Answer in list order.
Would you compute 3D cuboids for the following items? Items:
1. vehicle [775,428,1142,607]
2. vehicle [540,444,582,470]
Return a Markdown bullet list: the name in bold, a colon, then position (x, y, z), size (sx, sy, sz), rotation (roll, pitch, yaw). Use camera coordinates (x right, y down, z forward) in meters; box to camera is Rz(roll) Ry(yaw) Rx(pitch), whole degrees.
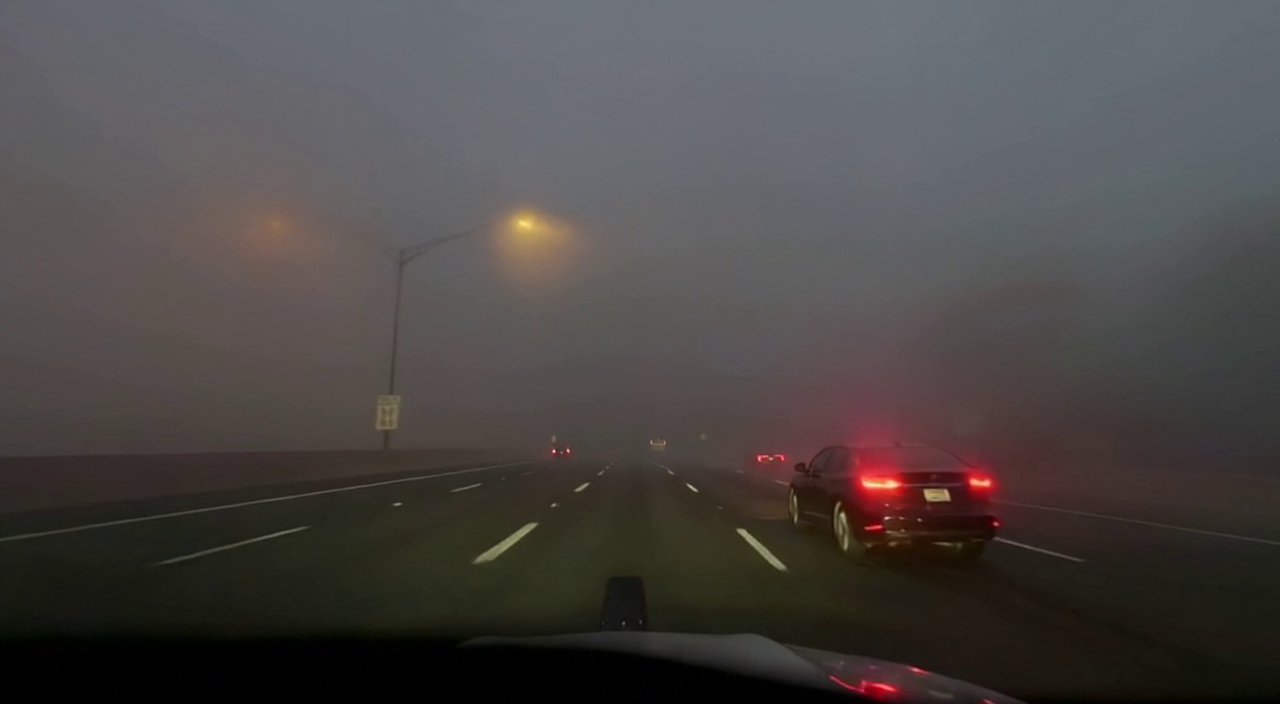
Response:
- **vehicle**: position (3.218, 1.750, 7.772), size (2.030, 1.490, 4.737), rotation (0, -8, 0)
- **vehicle**: position (-4.694, 6.295, 38.080), size (2.014, 1.481, 4.156), rotation (0, -8, 0)
